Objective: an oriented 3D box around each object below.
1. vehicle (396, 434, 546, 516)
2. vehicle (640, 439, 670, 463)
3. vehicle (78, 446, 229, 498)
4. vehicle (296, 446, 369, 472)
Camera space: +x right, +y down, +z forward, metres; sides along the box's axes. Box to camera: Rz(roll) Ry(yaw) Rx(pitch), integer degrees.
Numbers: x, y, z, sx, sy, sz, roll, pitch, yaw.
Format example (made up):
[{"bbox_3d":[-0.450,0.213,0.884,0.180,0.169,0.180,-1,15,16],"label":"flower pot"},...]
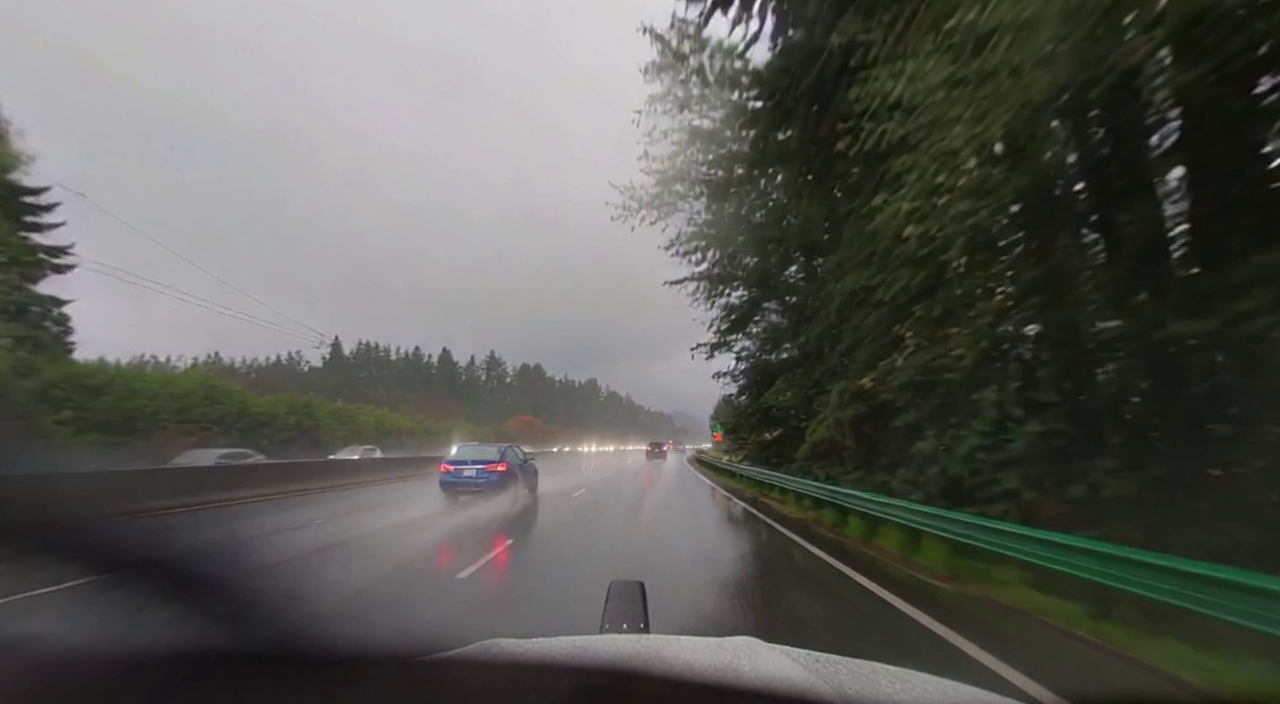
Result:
[{"bbox_3d":[-3.509,2.640,14.099,2.021,1.515,4.453,0,-8,2],"label":"vehicle"},{"bbox_3d":[1.178,7.426,47.538,2.176,1.725,4.182,0,-8,3],"label":"vehicle"},{"bbox_3d":[-15.682,3.850,20.594,1.791,1.474,3.831,0,-8,1],"label":"vehicle"},{"bbox_3d":[-19.128,6.657,39.442,1.963,1.497,4.843,0,-8,2],"label":"vehicle"}]
